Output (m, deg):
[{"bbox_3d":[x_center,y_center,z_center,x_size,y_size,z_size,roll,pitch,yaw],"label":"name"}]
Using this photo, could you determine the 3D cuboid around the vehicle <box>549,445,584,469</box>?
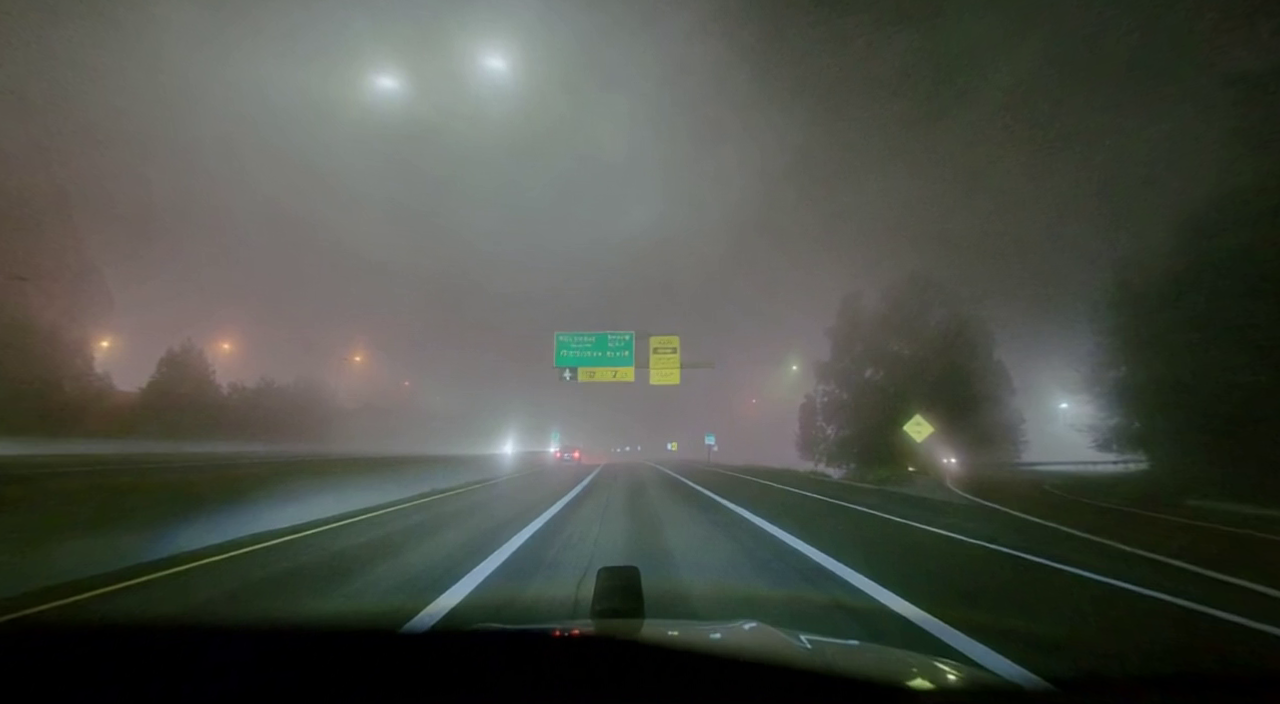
[{"bbox_3d":[-5.011,7.206,43.094,2.008,1.521,4.129,0,-9,-2],"label":"vehicle"}]
